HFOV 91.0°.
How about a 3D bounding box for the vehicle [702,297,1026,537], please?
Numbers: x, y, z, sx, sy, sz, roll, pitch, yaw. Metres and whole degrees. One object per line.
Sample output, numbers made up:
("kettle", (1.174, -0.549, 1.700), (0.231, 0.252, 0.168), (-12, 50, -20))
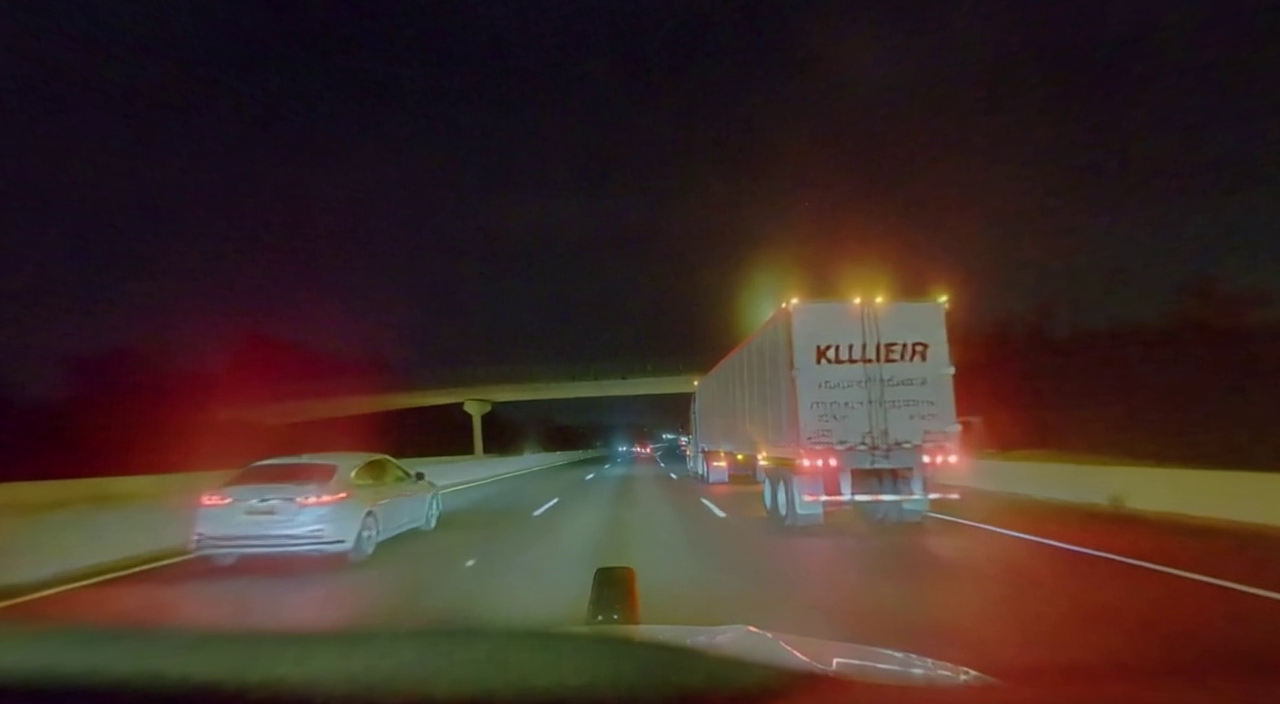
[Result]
("vehicle", (3.857, 1.734, 15.191), (3.306, 3.531, 11.717), (-1, -8, -1))

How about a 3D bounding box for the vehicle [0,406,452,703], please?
("vehicle", (-3.373, 1.360, 5.222), (2.276, 1.551, 4.484), (-1, -8, 0))
